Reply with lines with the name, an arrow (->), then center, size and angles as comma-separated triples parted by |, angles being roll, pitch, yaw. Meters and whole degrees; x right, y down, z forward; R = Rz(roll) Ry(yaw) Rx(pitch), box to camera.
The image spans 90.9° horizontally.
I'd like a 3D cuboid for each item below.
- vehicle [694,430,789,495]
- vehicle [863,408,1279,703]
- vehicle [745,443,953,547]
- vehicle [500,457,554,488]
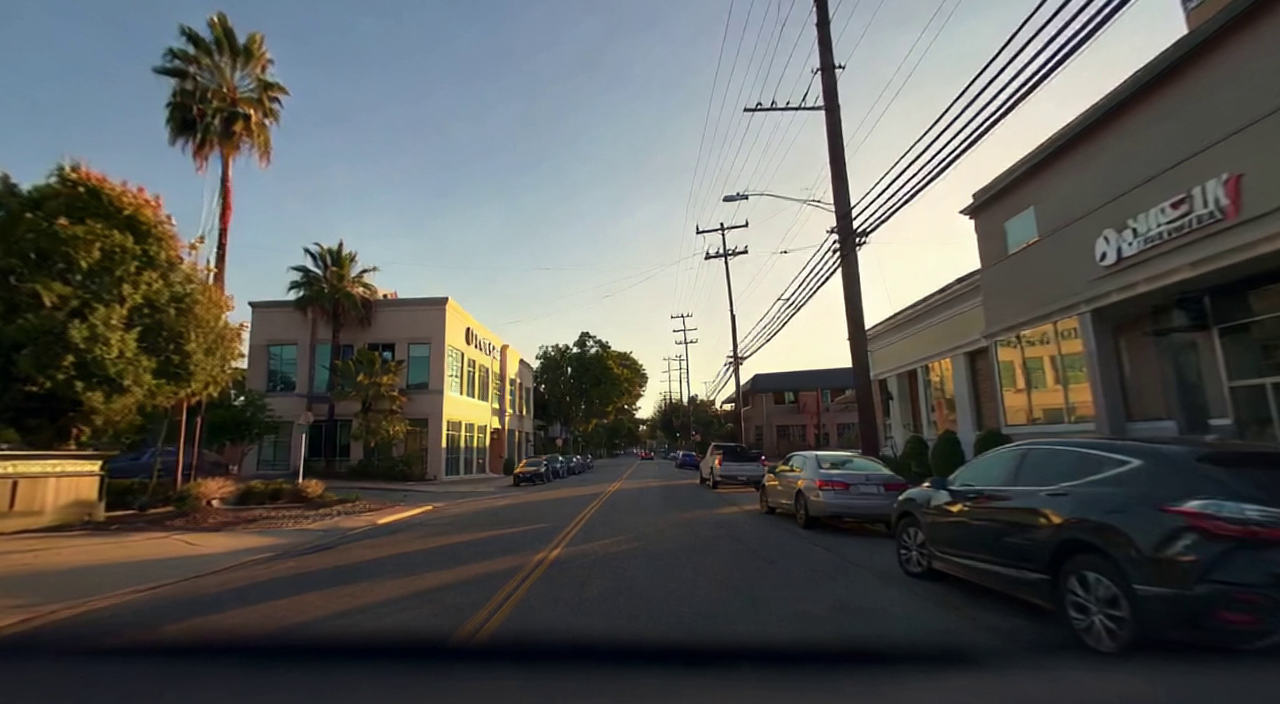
vehicle -> 3.632, 4.134, 24.021 | 2.485, 2.123, 6.029 | 0, -8, -1
vehicle -> 3.672, 1.346, 4.921 | 1.961, 1.546, 4.857 | 0, -8, -2
vehicle -> 3.530, 2.490, 11.844 | 2.060, 1.513, 4.741 | 0, -8, -3
vehicle -> -6.001, 6.435, 34.030 | 1.982, 1.453, 4.577 | 0, -8, 1
